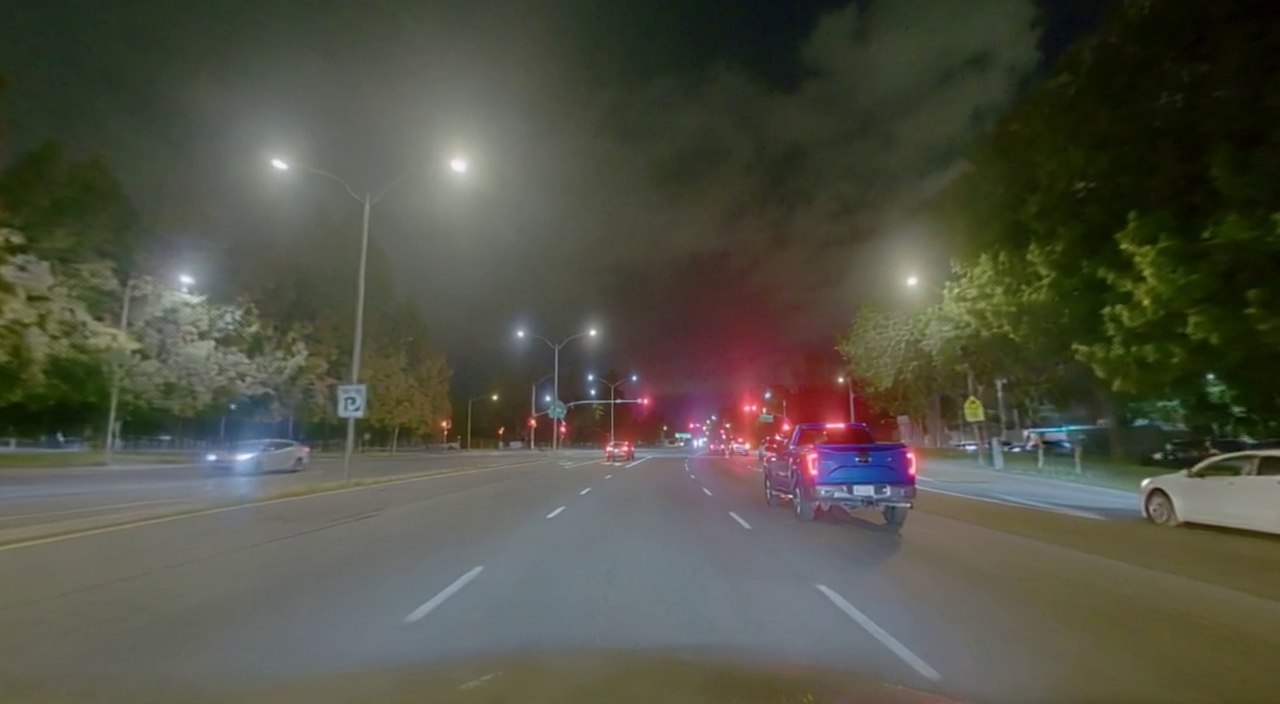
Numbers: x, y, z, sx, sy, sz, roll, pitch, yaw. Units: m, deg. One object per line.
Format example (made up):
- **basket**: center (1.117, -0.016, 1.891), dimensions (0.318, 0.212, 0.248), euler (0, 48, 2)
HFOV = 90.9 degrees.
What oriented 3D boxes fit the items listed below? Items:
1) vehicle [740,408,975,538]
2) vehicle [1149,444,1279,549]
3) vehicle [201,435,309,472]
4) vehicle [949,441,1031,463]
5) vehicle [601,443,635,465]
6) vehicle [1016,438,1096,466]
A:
- **vehicle**: center (3.460, 2.093, 11.624), dimensions (2.333, 1.777, 5.713), euler (0, -8, 0)
- **vehicle**: center (10.296, 2.108, 9.207), dimensions (1.963, 1.513, 4.600), euler (0, -8, 2)
- **vehicle**: center (-17.696, 4.684, 29.288), dimensions (1.893, 1.593, 4.575), euler (-1, -8, 4)
- **vehicle**: center (24.164, 6.893, 43.537), dimensions (4.711, 1.460, 2.149), euler (2, -9, -17)
- **vehicle**: center (-1.557, 7.406, 45.961), dimensions (1.958, 1.542, 4.175), euler (-1, -8, 5)
- **vehicle**: center (25.469, 6.124, 38.621), dimensions (3.945, 1.618, 1.919), euler (3, -9, -18)
